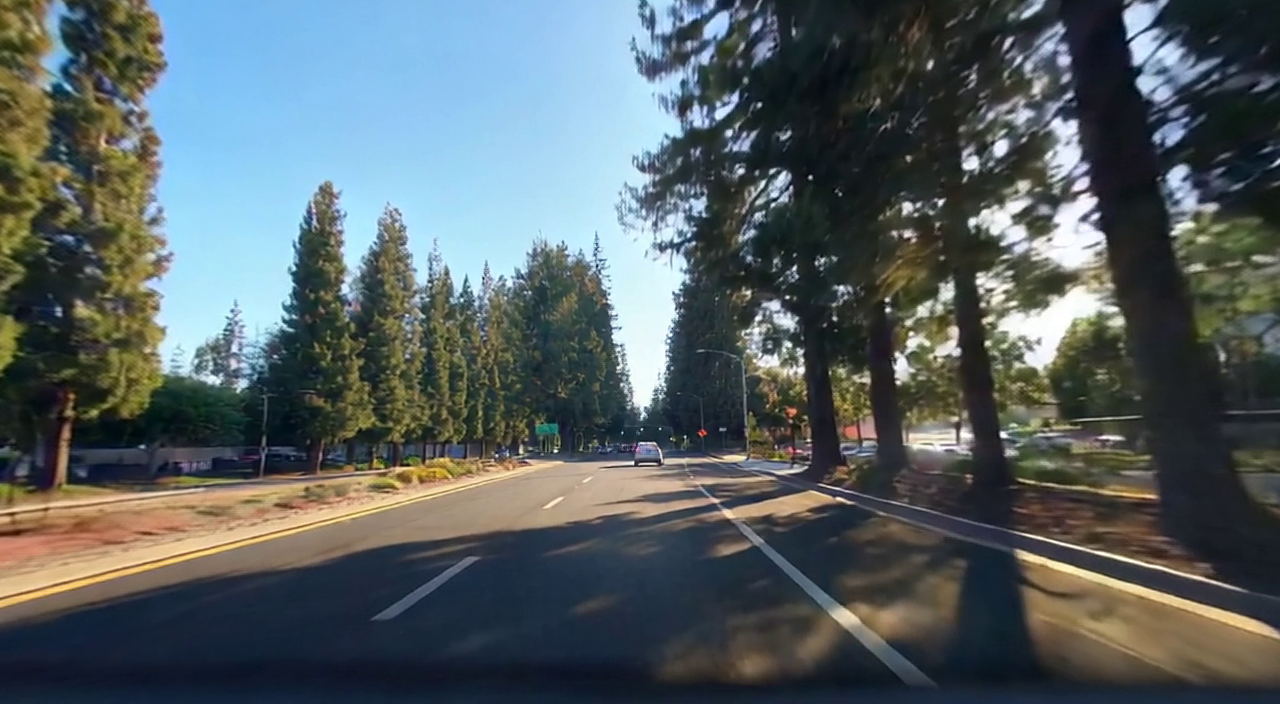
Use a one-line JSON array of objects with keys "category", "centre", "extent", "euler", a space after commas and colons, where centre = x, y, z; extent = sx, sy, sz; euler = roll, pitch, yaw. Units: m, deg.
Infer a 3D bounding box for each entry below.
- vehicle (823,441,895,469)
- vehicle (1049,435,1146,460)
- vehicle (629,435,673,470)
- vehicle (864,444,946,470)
[{"category": "vehicle", "centre": [15.741, 7.412, 45.501], "extent": [4.413, 1.471, 1.823], "euler": [-5, -7, -1]}, {"category": "vehicle", "centre": [28.718, 6.035, 39.651], "extent": [4.576, 1.490, 1.896], "euler": [-1, -9, 2]}, {"category": "vehicle", "centre": [0.544, 5.216, 32.763], "extent": [2.135, 1.691, 3.884], "euler": [0, -9, 1]}, {"category": "vehicle", "centre": [15.553, 6.158, 37.101], "extent": [3.913, 1.384, 1.893], "euler": [-1, -8, 0]}]
